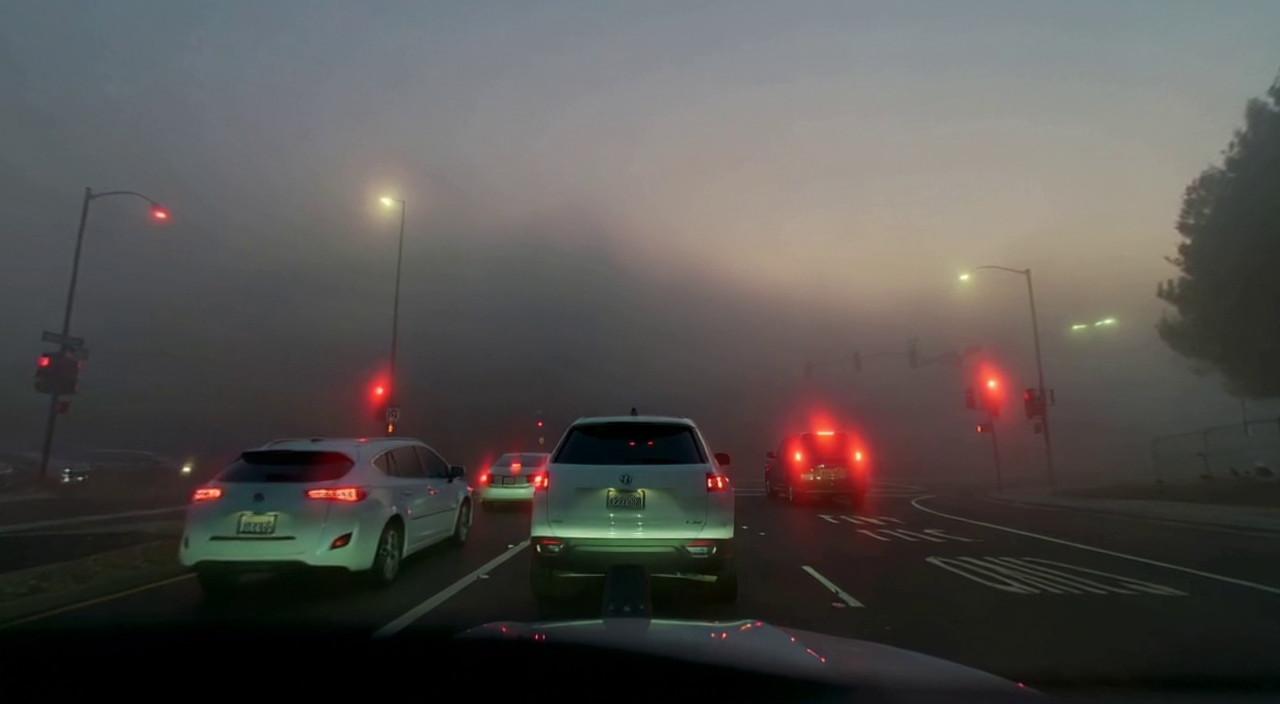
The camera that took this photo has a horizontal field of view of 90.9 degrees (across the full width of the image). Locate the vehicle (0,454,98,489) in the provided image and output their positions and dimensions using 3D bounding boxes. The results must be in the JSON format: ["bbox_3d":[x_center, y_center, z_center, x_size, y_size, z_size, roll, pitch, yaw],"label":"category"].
[{"bbox_3d":[-27.104,5.273,27.922,4.198,1.444,1.765,2,-9,-15],"label":"vehicle"}]

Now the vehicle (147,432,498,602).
[{"bbox_3d":[-3.277,1.766,7.755,1.913,1.453,4.413,0,-8,2],"label":"vehicle"}]

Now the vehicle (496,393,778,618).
[{"bbox_3d":[-0.032,1.524,7.173,2.203,1.757,4.286,0,-8,0],"label":"vehicle"}]

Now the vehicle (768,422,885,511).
[{"bbox_3d":[4.808,2.997,16.922,2.084,2.053,4.073,-1,-8,3],"label":"vehicle"}]
